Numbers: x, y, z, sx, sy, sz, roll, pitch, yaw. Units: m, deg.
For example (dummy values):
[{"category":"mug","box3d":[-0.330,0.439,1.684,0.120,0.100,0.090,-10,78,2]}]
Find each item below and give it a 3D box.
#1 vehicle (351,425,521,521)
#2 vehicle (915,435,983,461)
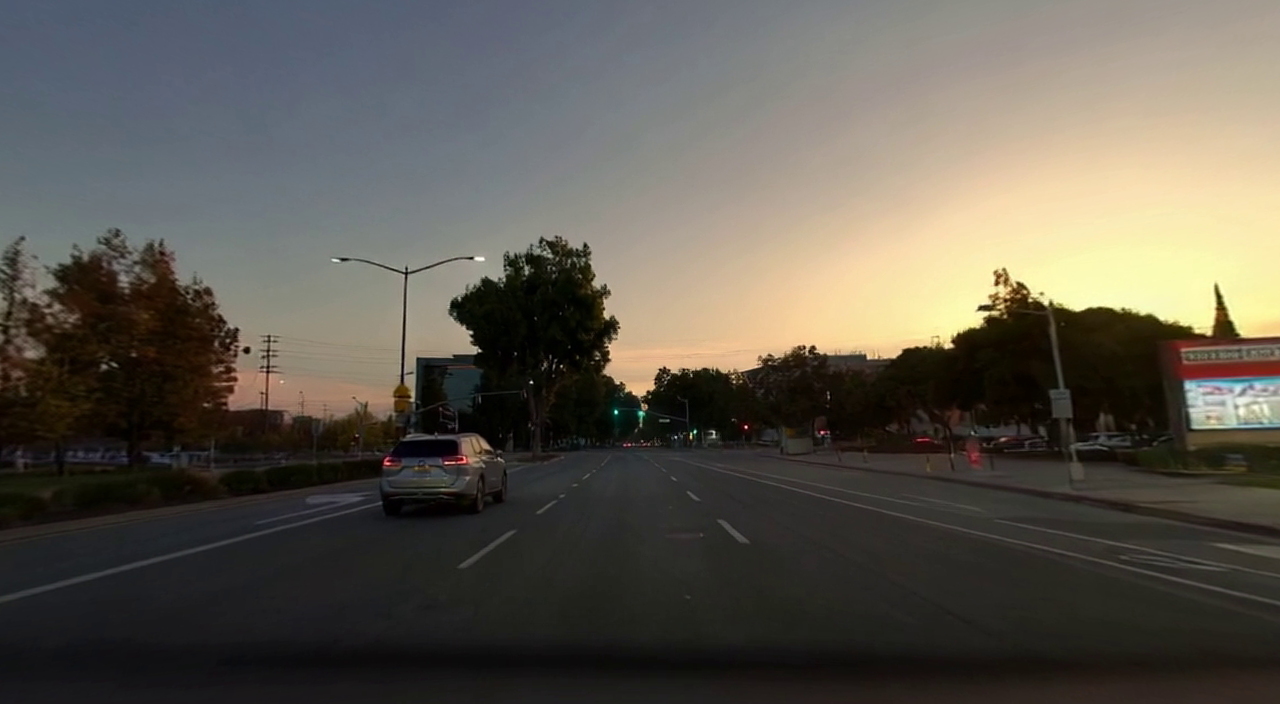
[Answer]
[{"category":"vehicle","box3d":[-4.017,2.469,13.415,2.039,1.656,4.710,0,-9,0]},{"category":"vehicle","box3d":[18.257,5.701,37.490,1.831,1.442,5.072,-1,-9,4]}]
